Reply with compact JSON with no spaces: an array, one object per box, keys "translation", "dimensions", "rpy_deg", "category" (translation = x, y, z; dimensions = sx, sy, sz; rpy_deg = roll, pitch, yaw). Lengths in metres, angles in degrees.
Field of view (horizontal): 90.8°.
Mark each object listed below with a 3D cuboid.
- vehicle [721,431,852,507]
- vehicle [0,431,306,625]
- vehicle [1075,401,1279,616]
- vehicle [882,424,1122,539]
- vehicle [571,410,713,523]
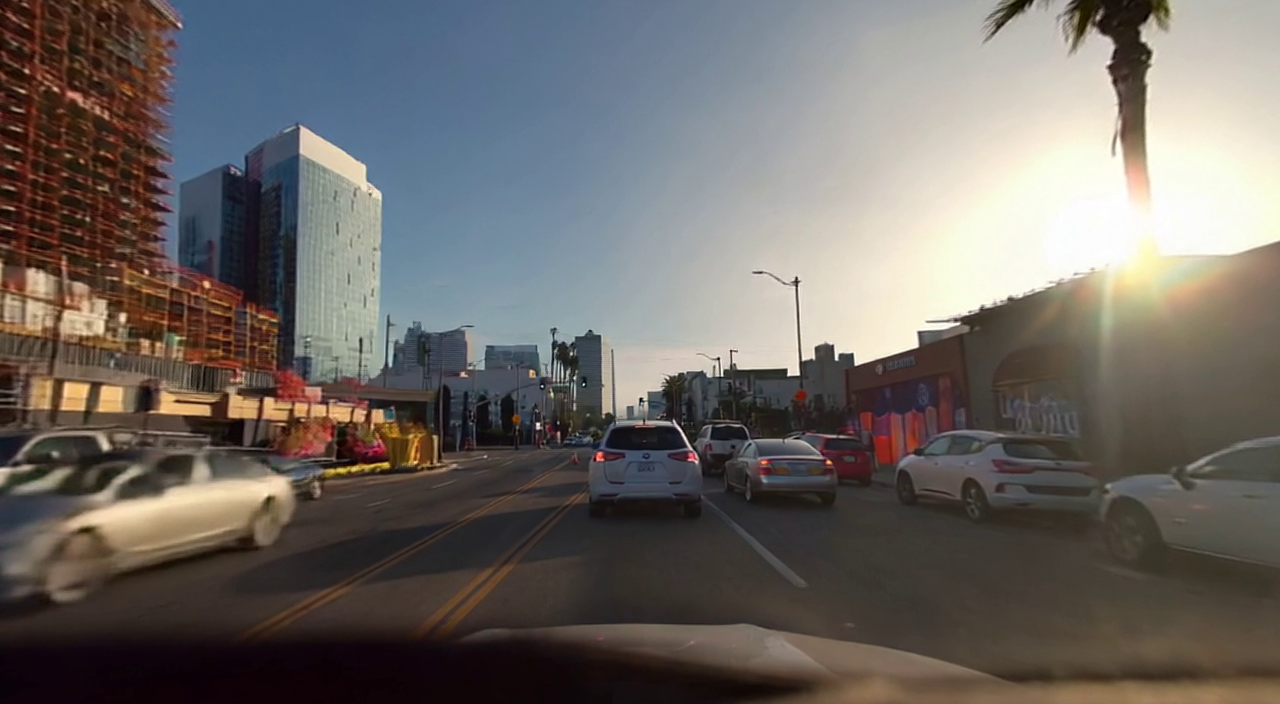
[{"translation":[3.154,2.616,14.537],"dimensions":[1.999,1.487,3.939],"rpy_deg":[0,-8,-1],"category":"vehicle"},{"translation":[-5.953,1.692,7.124],"dimensions":[2.020,1.486,4.363],"rpy_deg":[0,-8,-1],"category":"vehicle"},{"translation":[6.346,1.336,5.445],"dimensions":[1.886,1.792,4.525],"rpy_deg":[0,-8,-1],"category":"vehicle"},{"translation":[6.180,2.185,11.489],"dimensions":[1.819,1.672,4.139],"rpy_deg":[0,-7,-1],"category":"vehicle"},{"translation":[0.017,2.144,12.287],"dimensions":[2.264,1.798,4.258],"rpy_deg":[0,-8,0],"category":"vehicle"}]
